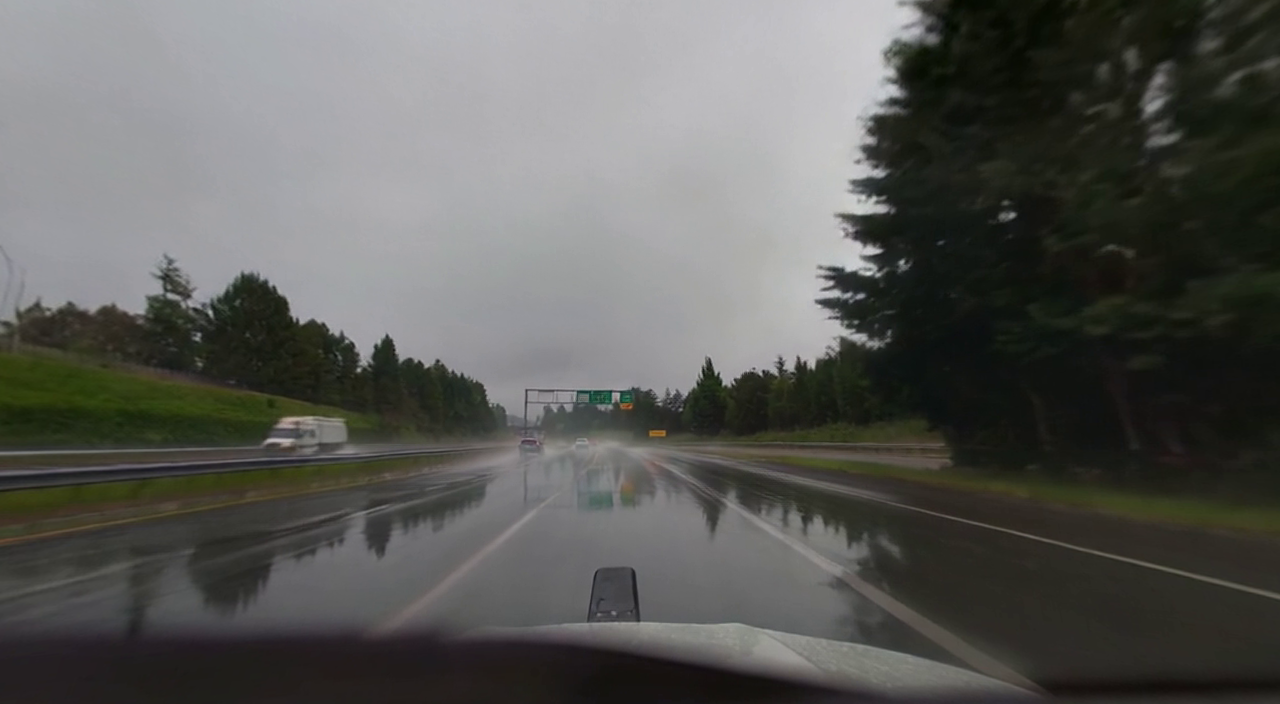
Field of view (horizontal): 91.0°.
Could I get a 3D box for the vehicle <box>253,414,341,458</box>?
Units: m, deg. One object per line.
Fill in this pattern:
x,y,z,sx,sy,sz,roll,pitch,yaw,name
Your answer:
-25.111,6.257,46.594,2.551,2.904,7.387,0,-8,-2,vehicle
